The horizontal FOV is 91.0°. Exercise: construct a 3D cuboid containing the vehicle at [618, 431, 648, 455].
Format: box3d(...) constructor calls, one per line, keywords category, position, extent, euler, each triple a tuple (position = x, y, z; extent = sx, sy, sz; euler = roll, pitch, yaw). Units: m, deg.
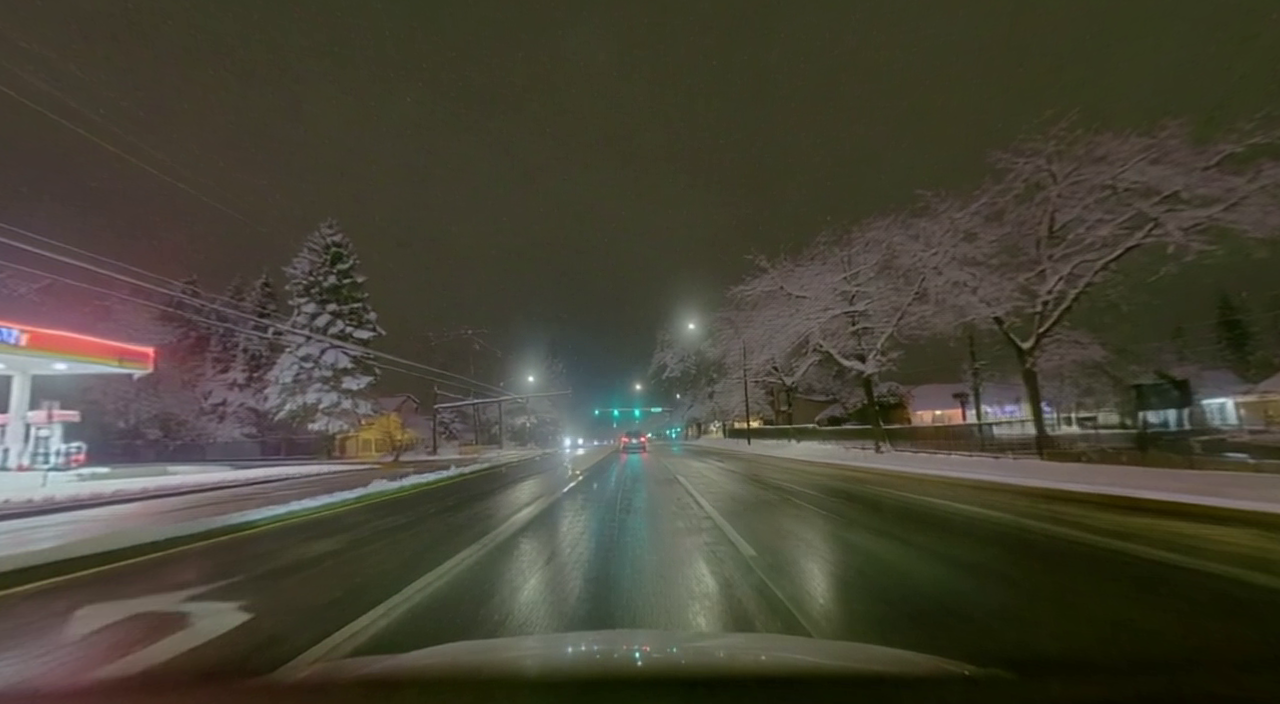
box3d(category="vehicle", position=(-0.512, 6.907, 47.623), extent=(2.146, 1.742, 4.095), euler=(0, -8, -1))
